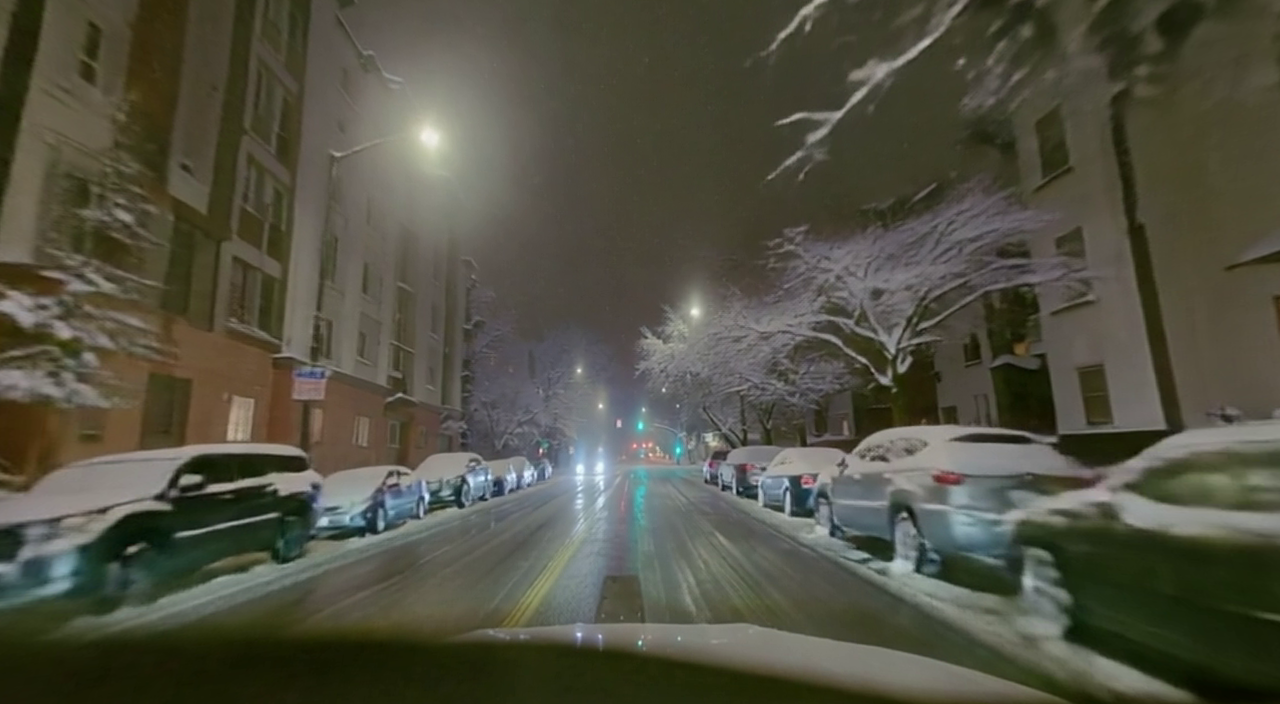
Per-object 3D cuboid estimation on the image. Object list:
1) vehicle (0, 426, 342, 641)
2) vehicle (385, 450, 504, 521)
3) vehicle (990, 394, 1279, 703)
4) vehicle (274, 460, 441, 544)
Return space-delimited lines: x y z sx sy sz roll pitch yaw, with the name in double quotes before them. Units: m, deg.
"vehicle" -6.096 2.009 8.025 2.175 1.849 4.725 -4 -9 3
"vehicle" -5.987 4.108 19.993 2.077 1.756 4.665 -7 -9 1
"vehicle" 3.856 1.026 2.879 1.924 1.657 4.665 -1 -9 2
"vehicle" -6.054 3.224 14.196 1.765 1.426 4.349 -4 -9 0
